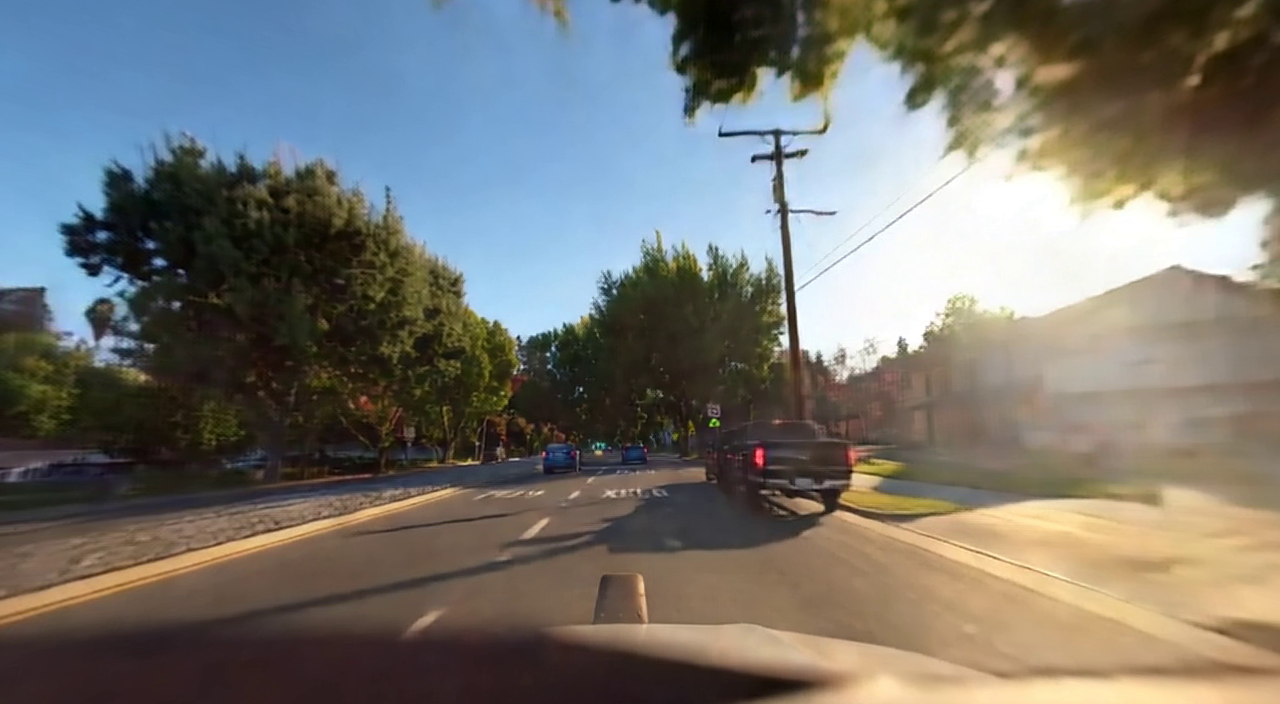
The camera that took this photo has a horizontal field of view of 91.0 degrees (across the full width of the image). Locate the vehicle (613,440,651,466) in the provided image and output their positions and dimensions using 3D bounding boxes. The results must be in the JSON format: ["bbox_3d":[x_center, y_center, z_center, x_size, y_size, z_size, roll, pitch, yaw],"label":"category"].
[{"bbox_3d":[-0.482,6.192,38.825,2.187,1.478,4.138,0,-8,-1],"label":"vehicle"}]

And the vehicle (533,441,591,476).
[{"bbox_3d":[-3.493,4.848,28.986,2.083,1.460,4.527,0,-8,0],"label":"vehicle"}]

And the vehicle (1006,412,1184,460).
[{"bbox_3d":[15.766,2.985,22.135,1.881,1.477,4.617,4,-9,-27],"label":"vehicle"}]

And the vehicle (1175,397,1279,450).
[{"bbox_3d":[21.988,2.505,21.837,2.031,1.732,4.653,4,-9,-24],"label":"vehicle"}]

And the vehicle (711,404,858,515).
[{"bbox_3d":[2.986,2.389,14.465,2.072,2.017,5.590,0,-8,0],"label":"vehicle"}]
